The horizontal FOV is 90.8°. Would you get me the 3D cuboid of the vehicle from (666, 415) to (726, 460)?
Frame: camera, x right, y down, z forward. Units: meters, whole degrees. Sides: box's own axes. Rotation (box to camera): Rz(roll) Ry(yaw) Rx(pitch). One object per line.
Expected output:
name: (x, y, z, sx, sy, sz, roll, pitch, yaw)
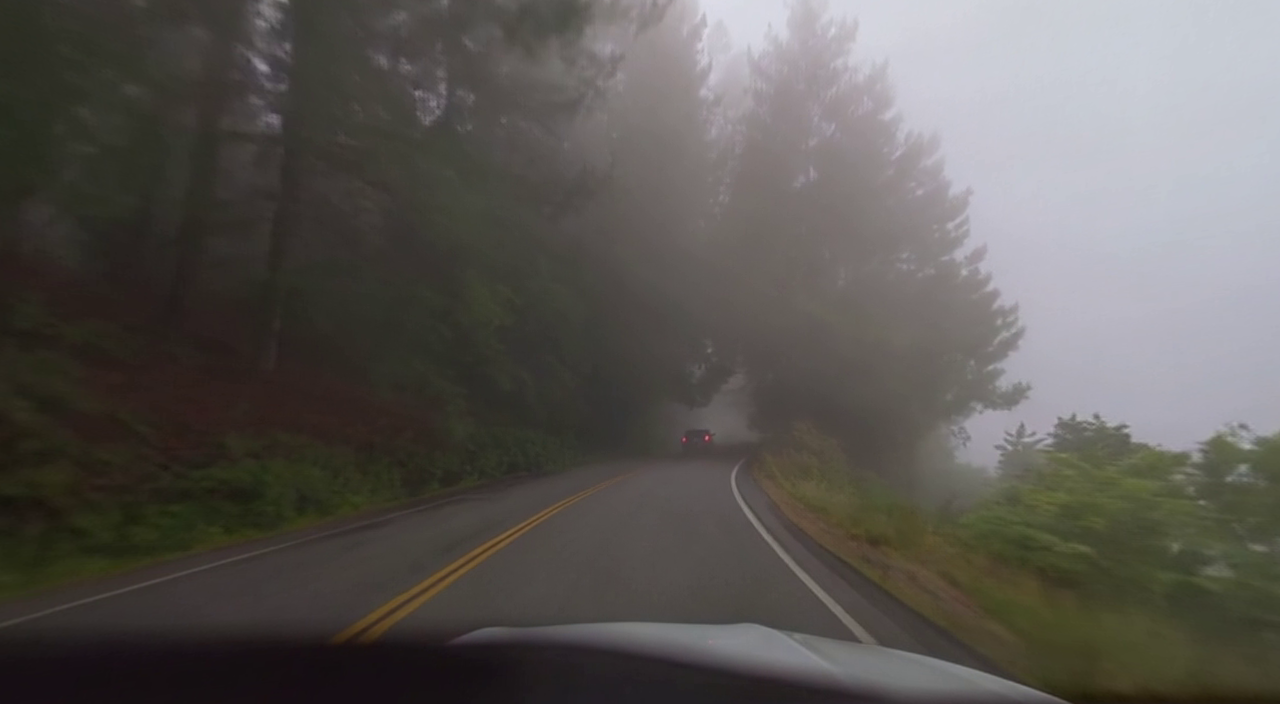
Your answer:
vehicle: (2.922, 4.329, 31.854, 2.469, 1.953, 5.605, -5, -9, 9)
